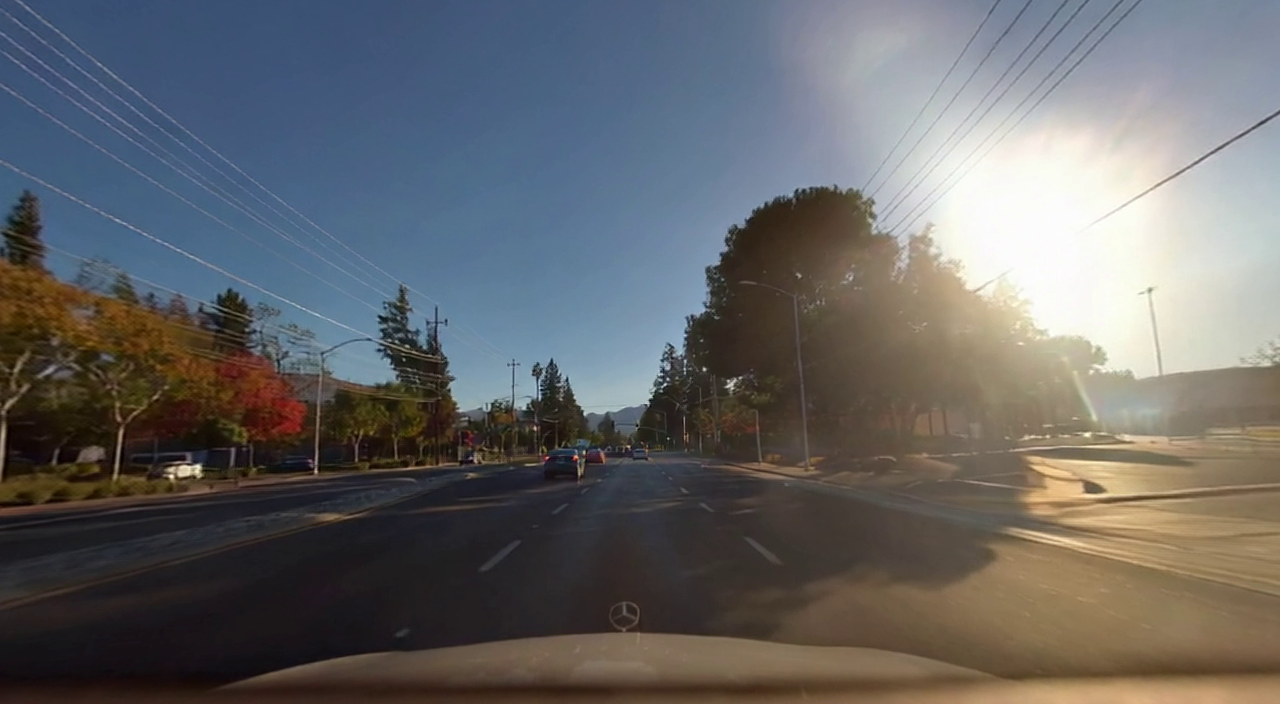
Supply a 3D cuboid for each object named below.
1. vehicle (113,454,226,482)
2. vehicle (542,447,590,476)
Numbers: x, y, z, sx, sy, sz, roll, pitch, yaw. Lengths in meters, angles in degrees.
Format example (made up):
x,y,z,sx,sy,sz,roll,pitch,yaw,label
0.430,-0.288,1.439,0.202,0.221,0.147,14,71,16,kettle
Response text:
x,y,z,sx,sy,sz,roll,pitch,yaw,label
-33.918,8.336,45.501,6.134,1.918,2.296,1,-9,-4,vehicle
-3.881,5.813,33.721,2.076,1.444,4.328,0,-9,0,vehicle
